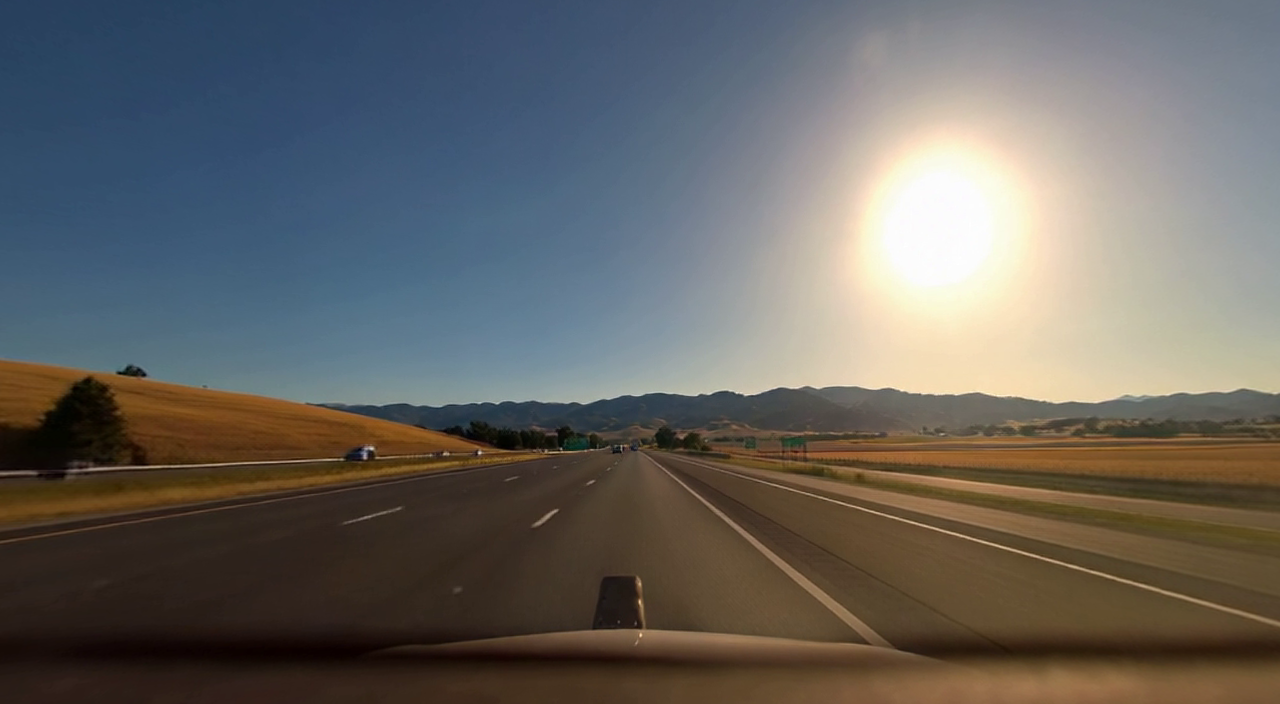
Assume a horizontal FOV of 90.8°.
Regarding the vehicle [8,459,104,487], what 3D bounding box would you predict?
[{"bbox_3d":[-36.361,7.533,39.494,1.829,1.558,4.296,0,-8,0],"label":"vehicle"}]
